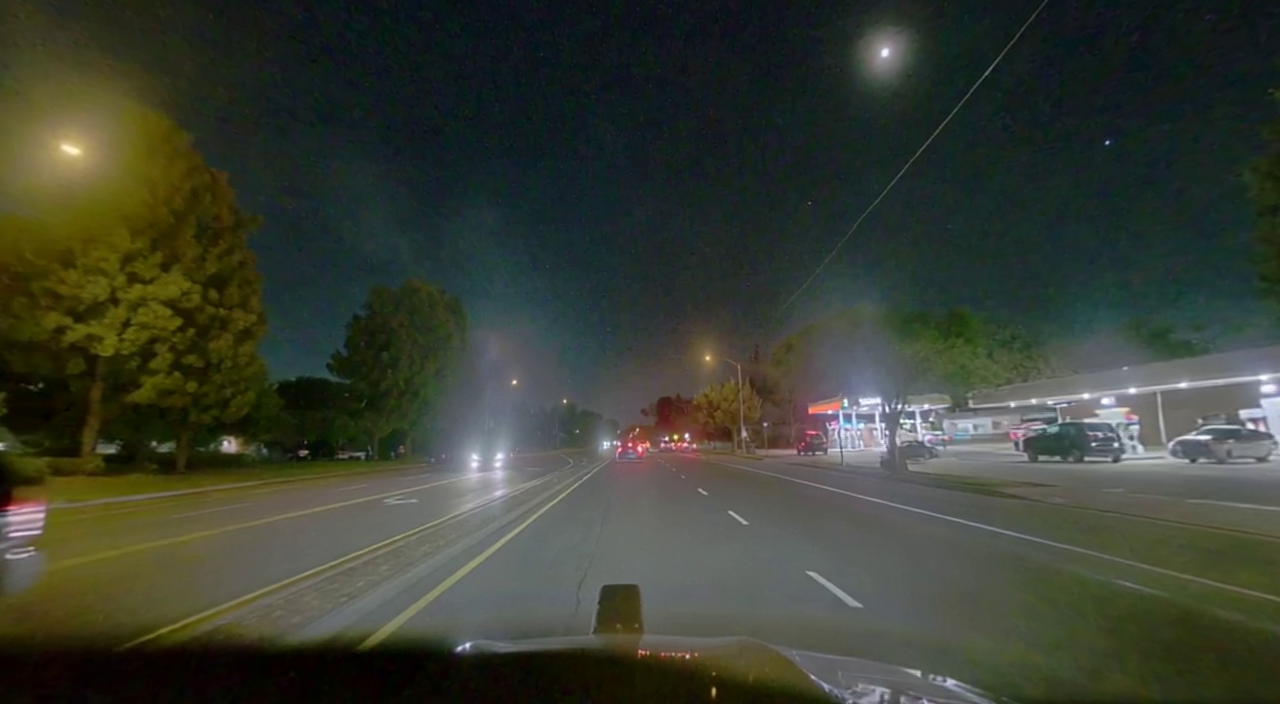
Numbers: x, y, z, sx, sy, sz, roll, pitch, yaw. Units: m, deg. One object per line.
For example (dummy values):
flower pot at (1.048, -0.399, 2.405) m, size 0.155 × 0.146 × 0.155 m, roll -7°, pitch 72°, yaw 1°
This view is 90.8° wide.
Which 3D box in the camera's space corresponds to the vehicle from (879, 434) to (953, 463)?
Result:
vehicle at (15.033, 5.286, 34.709) m, size 2.001 × 1.479 × 4.696 m, roll 0°, pitch -9°, yaw 1°

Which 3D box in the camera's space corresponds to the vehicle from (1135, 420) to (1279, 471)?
vehicle at (19.474, 3.110, 21.404) m, size 1.859 × 1.493 × 4.332 m, roll -2°, pitch -7°, yaw 0°

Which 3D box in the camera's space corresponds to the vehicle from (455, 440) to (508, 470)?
vehicle at (-9.361, 6.130, 37.669) m, size 2.121 × 1.677 × 4.324 m, roll 0°, pitch -9°, yaw -1°

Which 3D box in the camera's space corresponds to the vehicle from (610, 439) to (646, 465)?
vehicle at (-0.724, 6.106, 38.596) m, size 2.052 × 1.488 × 3.779 m, roll 0°, pitch -9°, yaw -1°

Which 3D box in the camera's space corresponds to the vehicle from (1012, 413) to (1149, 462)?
vehicle at (19.573, 3.878, 28.478) m, size 2.266 × 1.973 × 5.443 m, roll 0°, pitch -9°, yaw 1°
